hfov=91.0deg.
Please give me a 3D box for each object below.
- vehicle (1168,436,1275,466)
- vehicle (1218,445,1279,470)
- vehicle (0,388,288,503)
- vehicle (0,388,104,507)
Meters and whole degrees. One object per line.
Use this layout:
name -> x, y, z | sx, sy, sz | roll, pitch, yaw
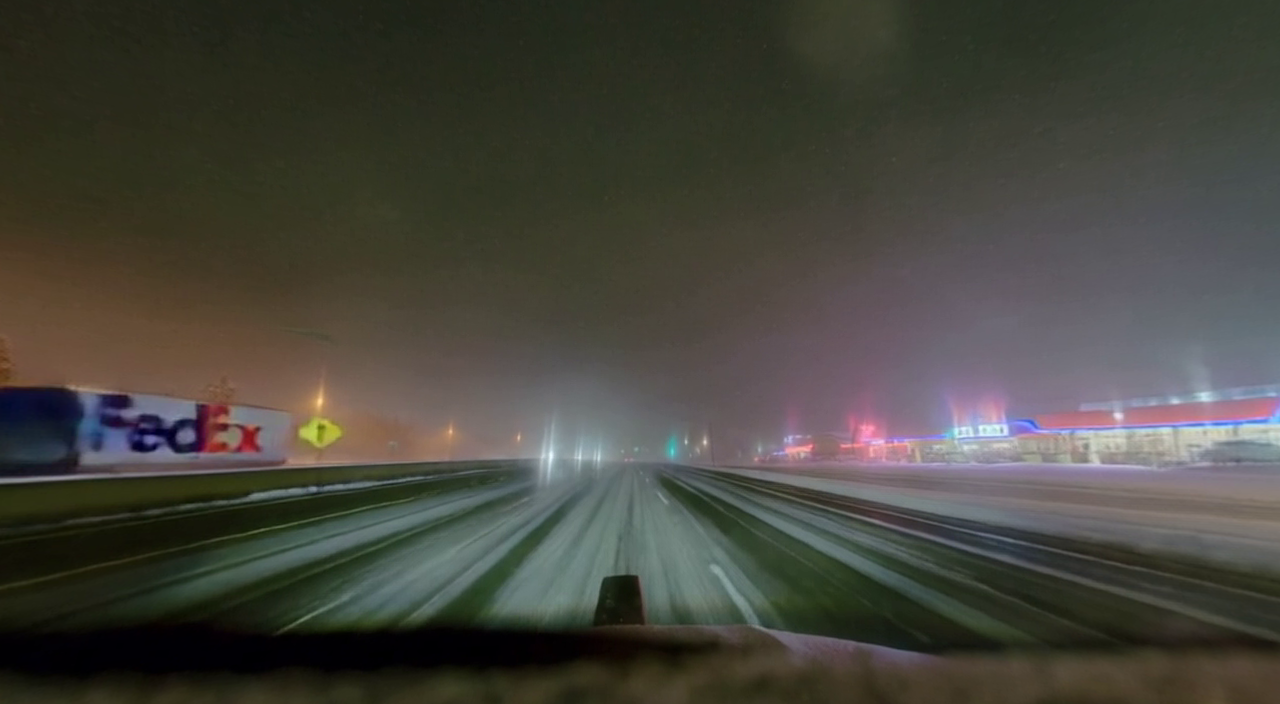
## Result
vehicle -> 43.969, 7.469, 47.701 | 5.942, 2.037, 2.359 | 1, -4, -3
vehicle -> 43.261, 7.301, 43.616 | 4.635, 1.693, 2.073 | 1, -9, -7
vehicle -> -23.478, 4.611, 30.935 | 2.964, 4.152, 16.360 | 0, -9, 0
vehicle -> -23.268, 3.236, 21.444 | 2.971, 4.003, 7.817 | 0, -9, -1
